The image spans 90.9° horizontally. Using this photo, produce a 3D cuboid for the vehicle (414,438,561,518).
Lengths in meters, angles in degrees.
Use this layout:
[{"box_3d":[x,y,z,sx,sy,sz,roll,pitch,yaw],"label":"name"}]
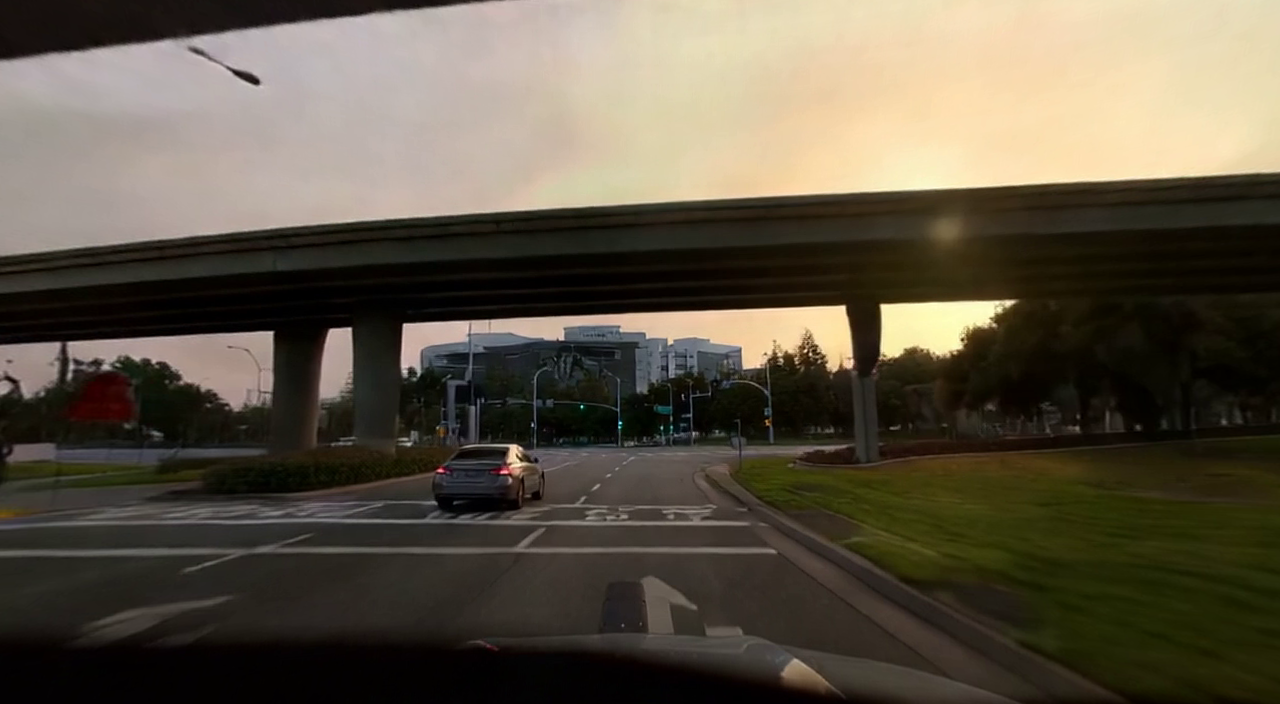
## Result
[{"box_3d":[-3.106,2.686,13.960,1.963,1.460,4.614,-1,-9,2],"label":"vehicle"}]
